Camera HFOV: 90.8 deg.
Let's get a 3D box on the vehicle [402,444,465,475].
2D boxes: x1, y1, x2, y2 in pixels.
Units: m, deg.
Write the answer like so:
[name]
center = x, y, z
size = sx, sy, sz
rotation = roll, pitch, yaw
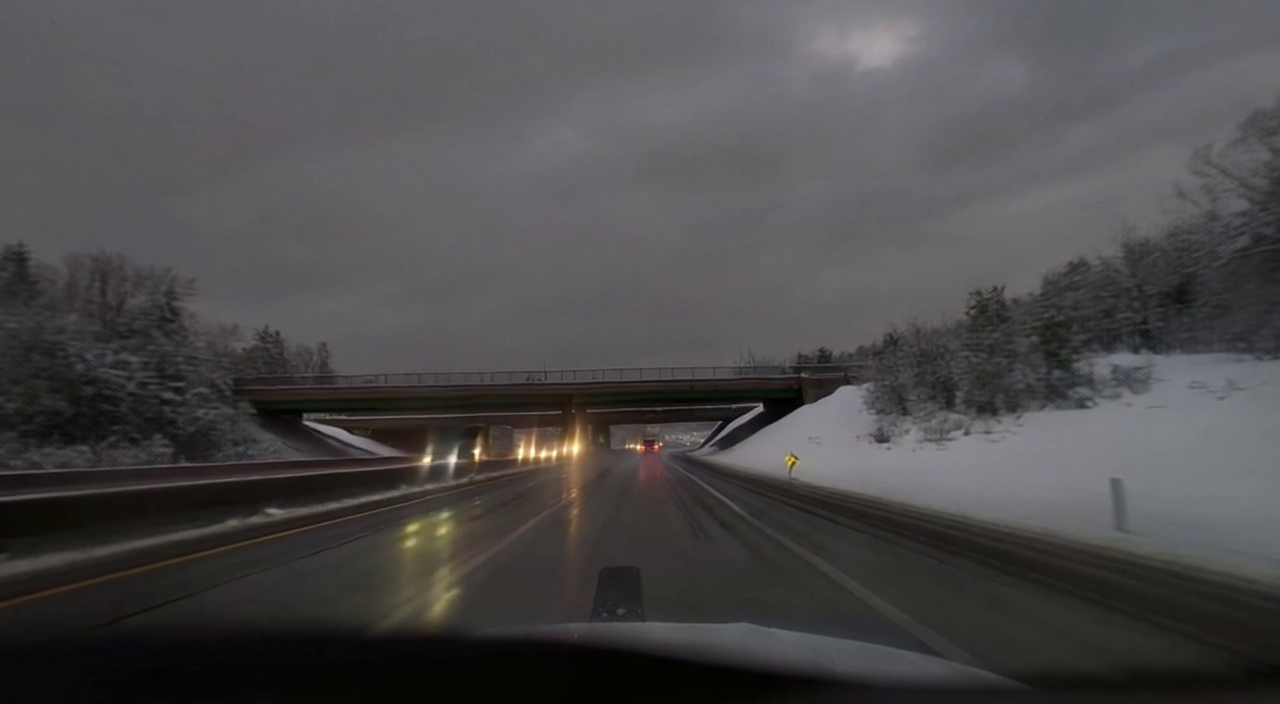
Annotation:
[vehicle]
center = -12.744, 6.657, 39.263
size = 2.138, 1.761, 5.196
rotation = 0, -9, 0
